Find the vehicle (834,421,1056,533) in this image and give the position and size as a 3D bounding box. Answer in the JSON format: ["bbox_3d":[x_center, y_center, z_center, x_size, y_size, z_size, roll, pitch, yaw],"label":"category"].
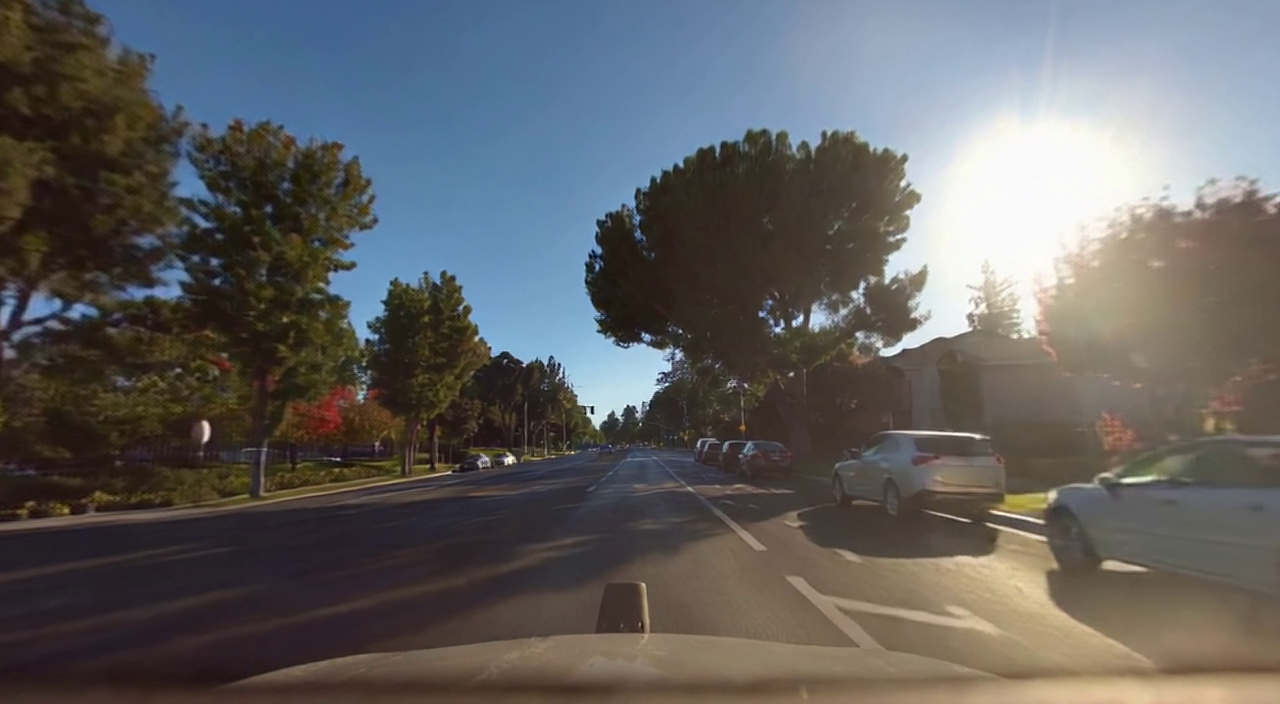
[{"bbox_3d":[5.349,2.233,11.864,1.990,1.694,4.179,0,-8,-1],"label":"vehicle"}]

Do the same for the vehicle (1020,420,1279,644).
[{"bbox_3d":[5.432,1.331,5.161,1.974,1.548,4.160,-3,-9,0],"label":"vehicle"}]

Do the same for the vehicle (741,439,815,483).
[{"bbox_3d":[5.221,4.176,24.462,1.837,1.532,3.886,0,-8,-2],"label":"vehicle"}]

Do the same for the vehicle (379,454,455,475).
[{"bbox_3d":[-16.372,8.251,46.499,4.826,1.491,2.086,0,-8,-2],"label":"vehicle"}]

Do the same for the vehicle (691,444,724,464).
[{"bbox_3d":[4.994,7.588,47.051,1.935,1.433,4.241,0,-8,-1],"label":"vehicle"}]
